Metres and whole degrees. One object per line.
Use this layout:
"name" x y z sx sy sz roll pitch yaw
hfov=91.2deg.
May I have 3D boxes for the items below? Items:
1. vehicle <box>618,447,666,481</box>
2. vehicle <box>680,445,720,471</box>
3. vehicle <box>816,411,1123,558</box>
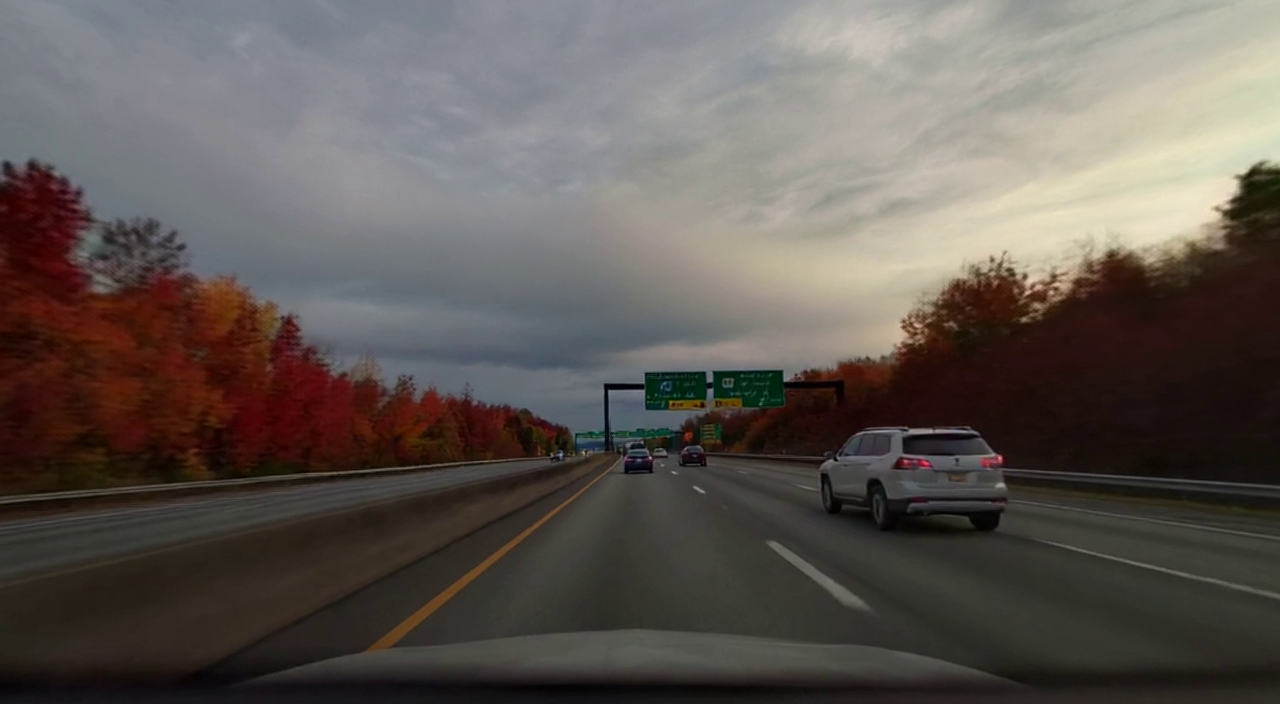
"vehicle" 0.049 5.013 28.276 2.037 1.418 3.793 0 -9 -1
"vehicle" 3.635 6.531 38.747 1.959 1.528 4.207 0 -9 -1
"vehicle" 4.516 1.907 9.647 2.250 1.718 4.358 0 -9 -1
